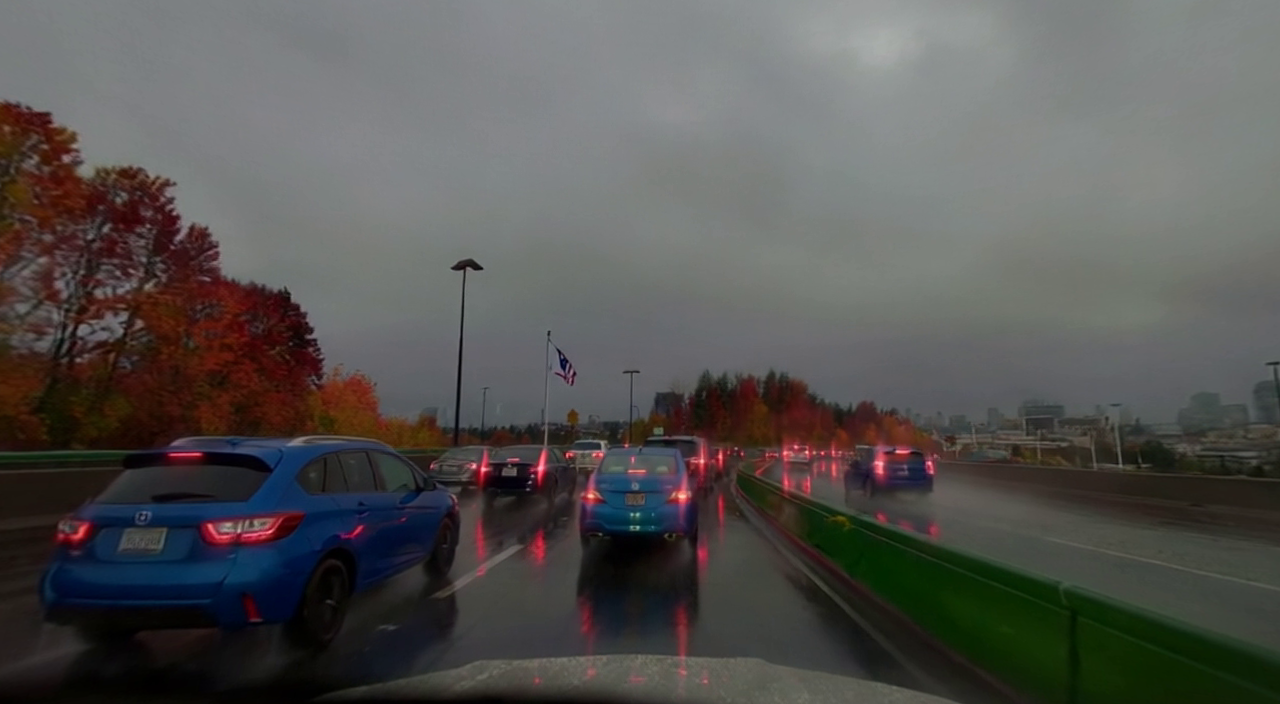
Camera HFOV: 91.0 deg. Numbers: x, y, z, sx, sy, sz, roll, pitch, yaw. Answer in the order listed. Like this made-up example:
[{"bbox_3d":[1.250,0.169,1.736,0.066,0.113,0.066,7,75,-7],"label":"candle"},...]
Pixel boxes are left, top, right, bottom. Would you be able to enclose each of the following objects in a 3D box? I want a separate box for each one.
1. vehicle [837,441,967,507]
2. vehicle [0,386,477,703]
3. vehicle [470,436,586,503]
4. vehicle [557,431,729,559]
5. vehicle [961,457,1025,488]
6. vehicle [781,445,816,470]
[{"bbox_3d":[7.278,3.393,18.059,2.011,1.610,4.568,0,-9,4],"label":"vehicle"},{"bbox_3d":[-3.095,1.321,5.489,1.988,1.635,4.260,0,-9,3],"label":"vehicle"},{"bbox_3d":[-2.895,3.166,17.406,1.974,1.549,4.603,0,-9,5],"label":"vehicle"},{"bbox_3d":[0.171,2.069,9.881,2.090,1.506,4.276,0,-9,4],"label":"vehicle"},{"bbox_3d":[20.873,7.104,37.428,1.946,1.649,4.326,-1,-9,10],"label":"vehicle"},{"bbox_3d":[10.687,7.152,42.763,1.944,1.544,4.301,-1,-9,10],"label":"vehicle"}]
